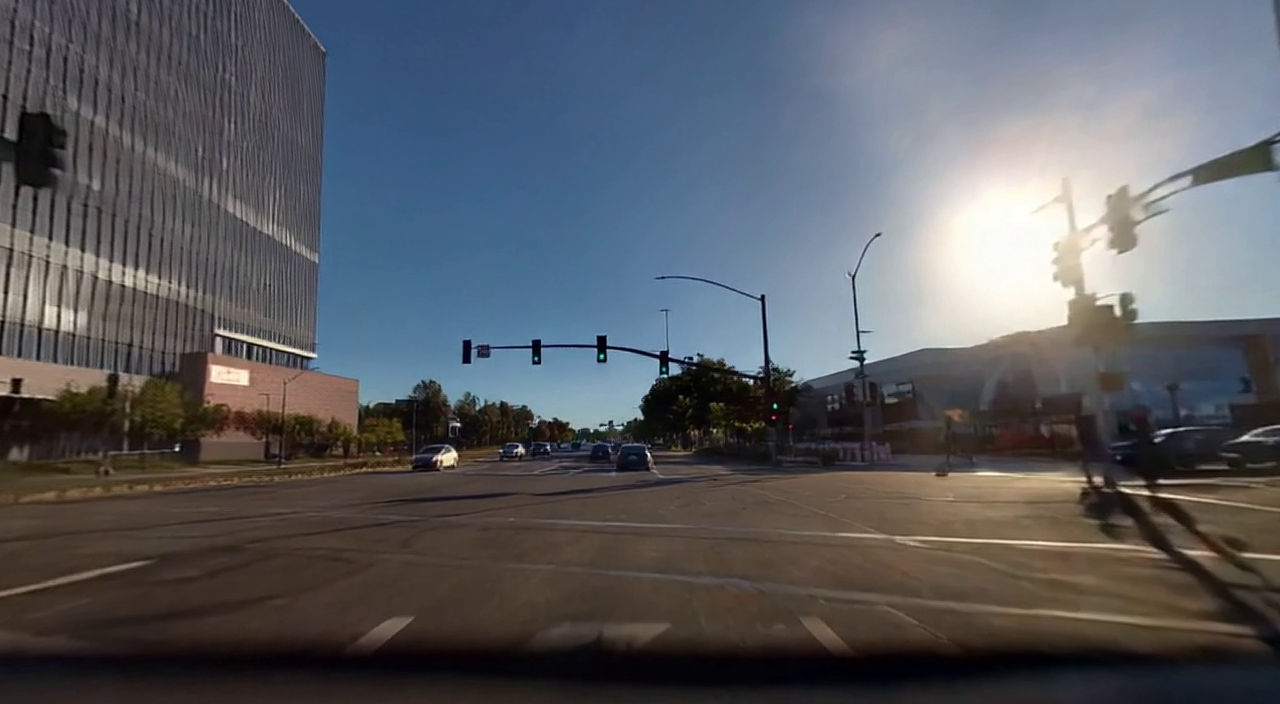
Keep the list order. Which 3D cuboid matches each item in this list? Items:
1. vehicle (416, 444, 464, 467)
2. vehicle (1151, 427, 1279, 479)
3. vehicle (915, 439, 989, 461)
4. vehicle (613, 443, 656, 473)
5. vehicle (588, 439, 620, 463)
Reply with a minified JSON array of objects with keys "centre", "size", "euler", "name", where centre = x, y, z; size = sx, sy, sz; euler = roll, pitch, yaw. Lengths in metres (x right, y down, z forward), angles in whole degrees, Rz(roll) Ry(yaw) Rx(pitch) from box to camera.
[{"centre":[-14.267,7.407,45.268],"size":[1.871,1.542,4.336],"euler":[0,-8,2],"name":"vehicle"},{"centre":[19.967,3.275,20.616],"size":[4.602,1.594,1.917],"euler":[-2,-8,17],"name":"vehicle"},{"centre":[23.170,7.311,47.130],"size":[4.605,1.480,1.878],"euler":[-4,-8,16],"name":"vehicle"},{"centre":[-0.278,5.333,31.980],"size":[2.050,1.385,4.096],"euler":[0,-8,-1],"name":"vehicle"},{"centre":[-2.718,7.639,48.913],"size":[2.001,1.784,4.483],"euler":[-1,-8,3],"name":"vehicle"}]
